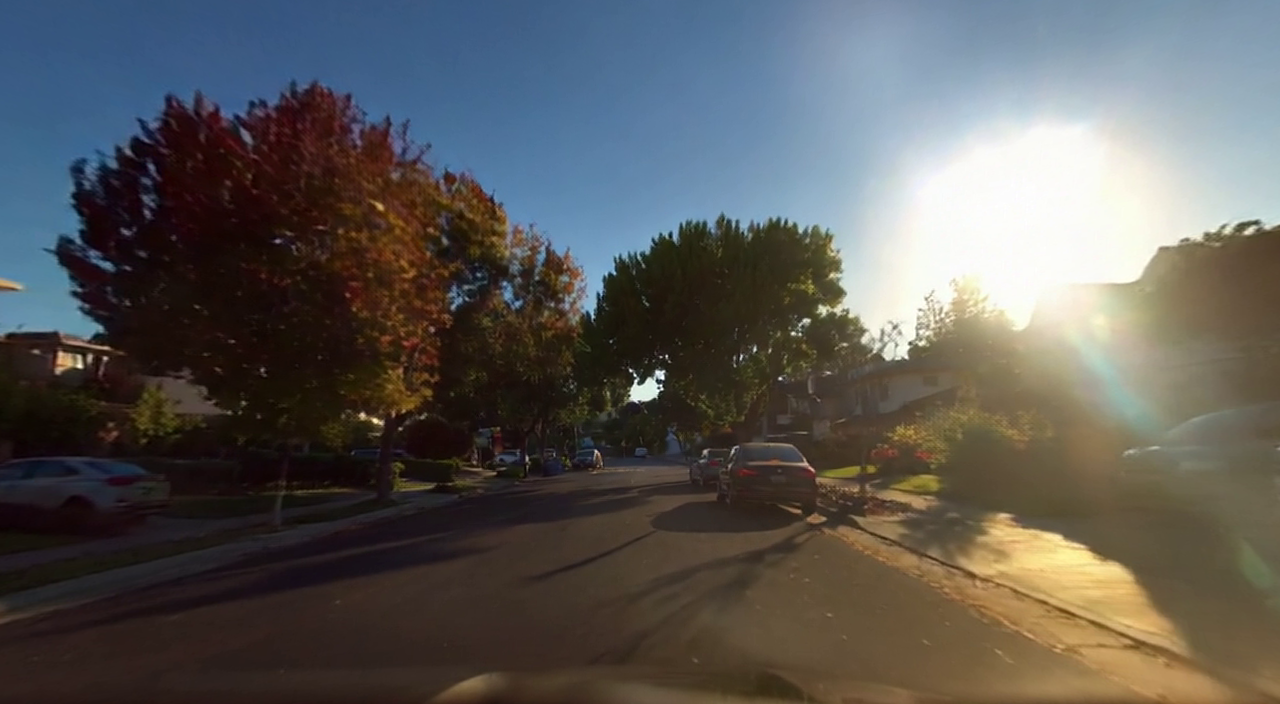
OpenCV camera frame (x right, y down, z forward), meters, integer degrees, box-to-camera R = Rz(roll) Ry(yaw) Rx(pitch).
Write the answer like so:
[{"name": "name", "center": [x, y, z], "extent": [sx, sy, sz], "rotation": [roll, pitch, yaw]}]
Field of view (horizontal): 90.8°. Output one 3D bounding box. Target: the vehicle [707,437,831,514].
[{"name": "vehicle", "center": [2.748, 2.739, 14.560], "extent": [2.022, 1.483, 4.565], "rotation": [0, -9, 2]}]

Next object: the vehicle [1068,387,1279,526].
[{"name": "vehicle", "center": [9.064, 1.427, 8.843], "extent": [4.643, 1.700, 1.972], "rotation": [0, -9, 0]}]

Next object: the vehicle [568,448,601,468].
[{"name": "vehicle", "center": [-4.278, 8.329, 49.744], "extent": [1.987, 1.459, 4.473], "rotation": [-1, -8, 3]}]

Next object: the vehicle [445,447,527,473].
[{"name": "vehicle", "center": [-10.213, 7.180, 42.097], "extent": [4.933, 1.547, 2.125], "rotation": [-1, -8, 0]}]

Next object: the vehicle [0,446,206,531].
[{"name": "vehicle", "center": [-11.256, 2.582, 12.297], "extent": [4.118, 1.492, 1.902], "rotation": [0, -9, -2]}]
